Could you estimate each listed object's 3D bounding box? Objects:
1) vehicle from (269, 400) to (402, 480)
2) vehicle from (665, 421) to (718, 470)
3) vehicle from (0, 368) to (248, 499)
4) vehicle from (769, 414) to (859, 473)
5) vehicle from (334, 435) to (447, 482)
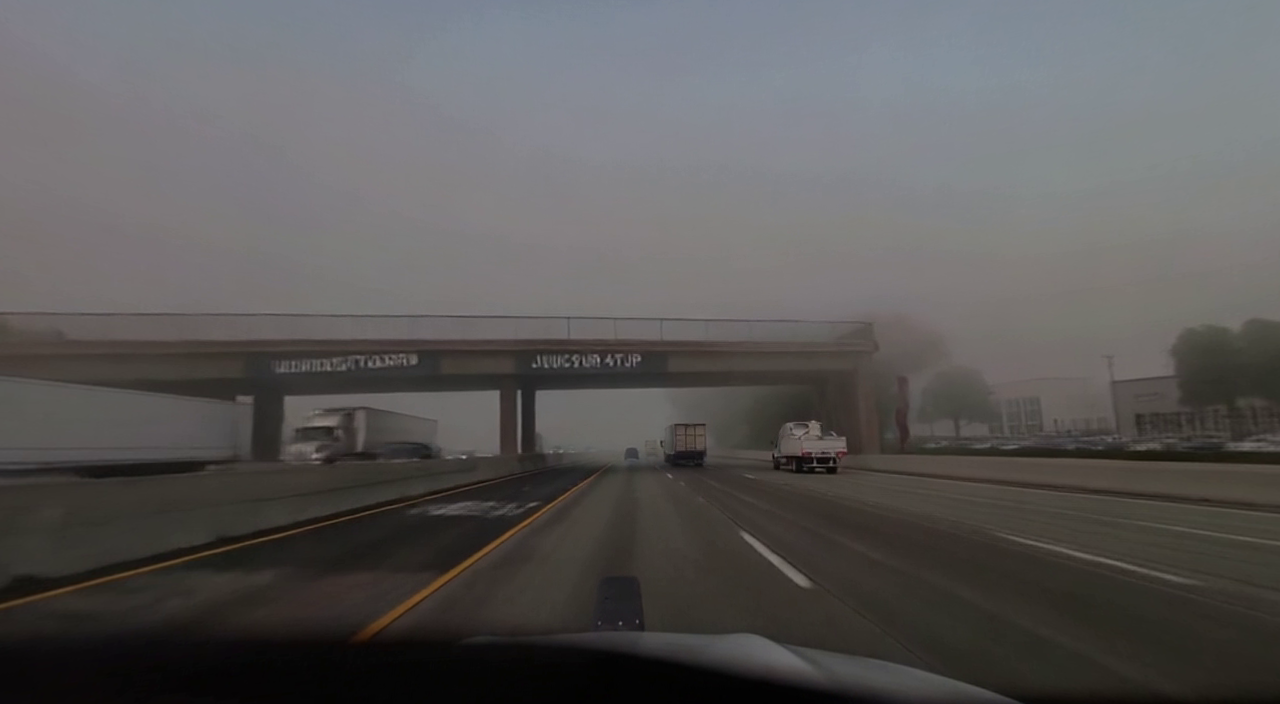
[{"bbox_3d":[-17.611,5.291,37.638,3.294,4.178,9.302,0,-9,-1],"label":"vehicle"},{"bbox_3d":[3.360,6.420,43.269,2.742,3.054,7.537,0,-9,-2],"label":"vehicle"},{"bbox_3d":[-21.229,3.153,23.593,2.850,3.981,16.420,0,-9,-1],"label":"vehicle"},{"bbox_3d":[10.801,5.895,40.490,2.912,3.293,9.588,0,-9,-1],"label":"vehicle"},{"bbox_3d":[-10.388,4.511,26.939,2.415,1.754,5.809,0,-9,0],"label":"vehicle"}]
